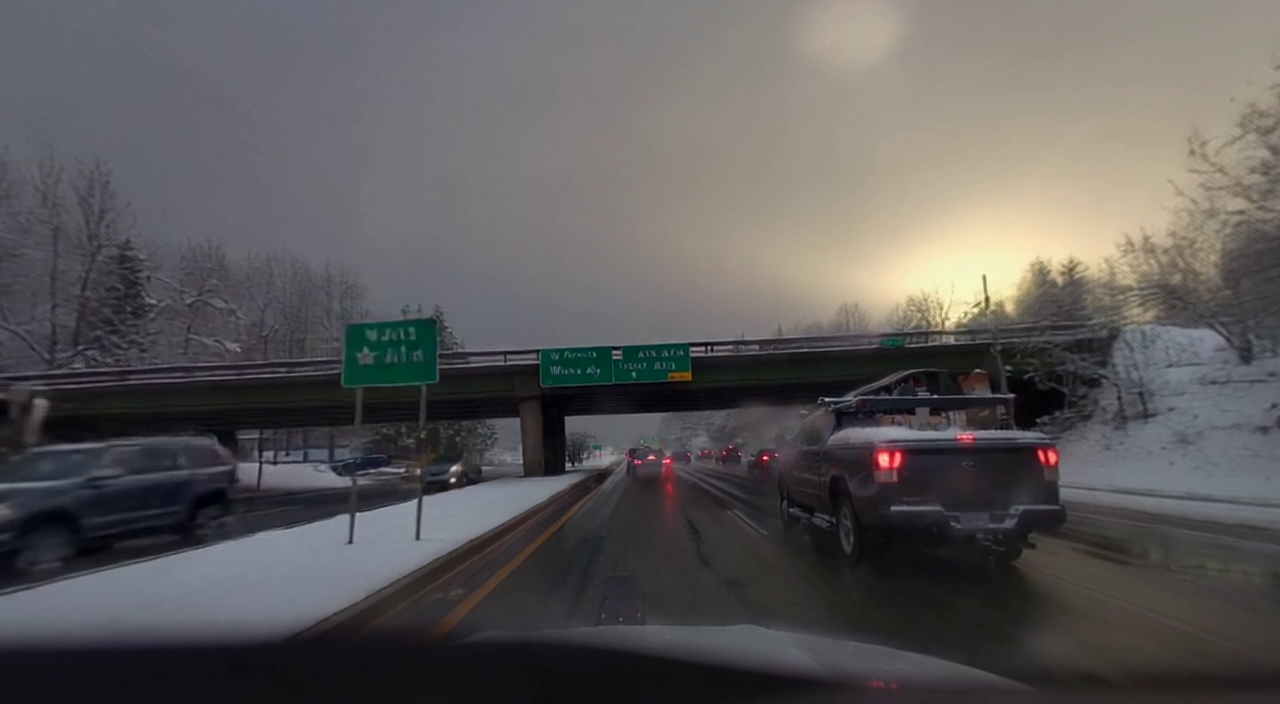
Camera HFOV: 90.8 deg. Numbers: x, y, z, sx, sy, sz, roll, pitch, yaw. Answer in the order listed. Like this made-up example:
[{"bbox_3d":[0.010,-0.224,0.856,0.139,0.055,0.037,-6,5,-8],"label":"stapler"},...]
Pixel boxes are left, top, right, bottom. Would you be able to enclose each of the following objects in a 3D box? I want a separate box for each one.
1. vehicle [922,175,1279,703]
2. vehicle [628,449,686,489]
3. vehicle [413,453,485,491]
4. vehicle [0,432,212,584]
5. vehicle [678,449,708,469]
[{"bbox_3d":[3.477,0.591,2.300,2.588,2.321,4.927,0,-8,0],"label":"vehicle"},{"bbox_3d":[0.592,4.412,24.115,2.027,1.341,3.775,0,-8,0],"label":"vehicle"},{"bbox_3d":[-8.282,5.196,27.751,1.858,1.494,4.034,0,-8,1],"label":"vehicle"},{"bbox_3d":[-8.593,2.022,8.672,2.165,1.764,4.671,0,-8,-1],"label":"vehicle"},{"bbox_3d":[3.928,8.026,47.645,1.962,1.431,4.205,0,-8,0],"label":"vehicle"}]
